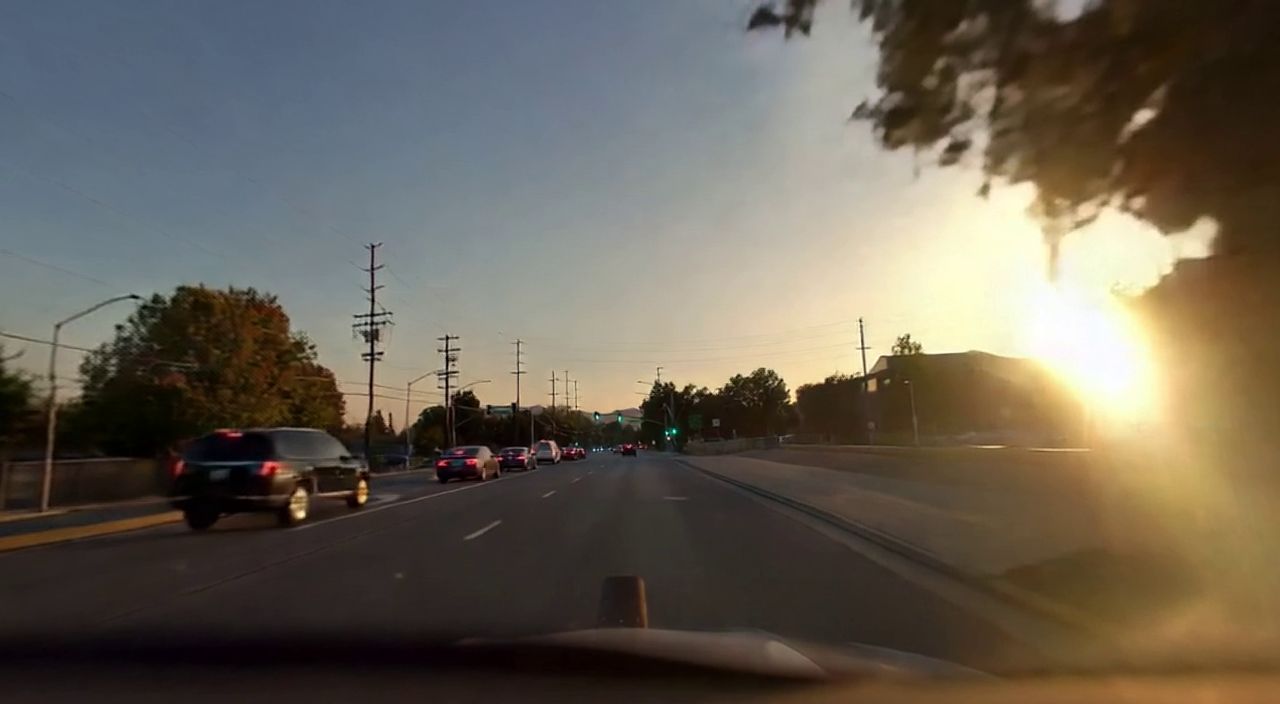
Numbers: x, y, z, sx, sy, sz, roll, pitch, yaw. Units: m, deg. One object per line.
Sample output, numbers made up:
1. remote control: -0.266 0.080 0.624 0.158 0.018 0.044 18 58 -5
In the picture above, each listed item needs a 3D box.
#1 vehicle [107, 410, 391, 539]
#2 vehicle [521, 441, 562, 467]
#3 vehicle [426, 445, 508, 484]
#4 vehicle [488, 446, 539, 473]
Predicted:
1. vehicle: -6.712 2.174 11.796 2.337 1.862 4.924 1 -9 -4
2. vehicle: -7.090 7.397 46.017 2.101 1.768 5.040 0 -9 0
3. vehicle: -7.157 4.694 26.745 2.030 1.482 4.818 0 -9 1
4. vehicle: -7.119 6.100 36.051 2.008 1.456 4.409 0 -9 0
